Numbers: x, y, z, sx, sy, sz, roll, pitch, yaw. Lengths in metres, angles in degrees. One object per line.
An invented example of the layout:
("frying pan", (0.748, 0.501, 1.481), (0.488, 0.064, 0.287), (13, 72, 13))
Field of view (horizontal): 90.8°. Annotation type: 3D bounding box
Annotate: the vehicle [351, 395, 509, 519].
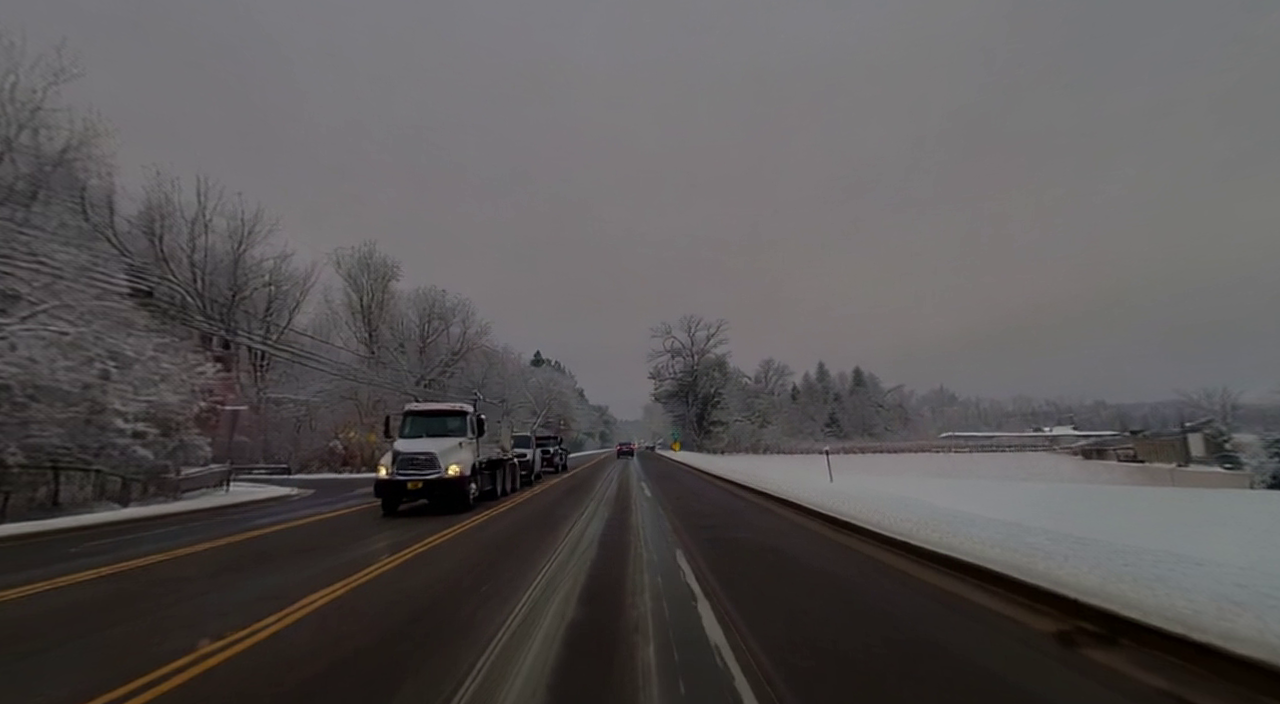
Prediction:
("vehicle", (-4.680, 2.413, 14.899), (2.380, 2.488, 4.028), (0, -8, -1))
